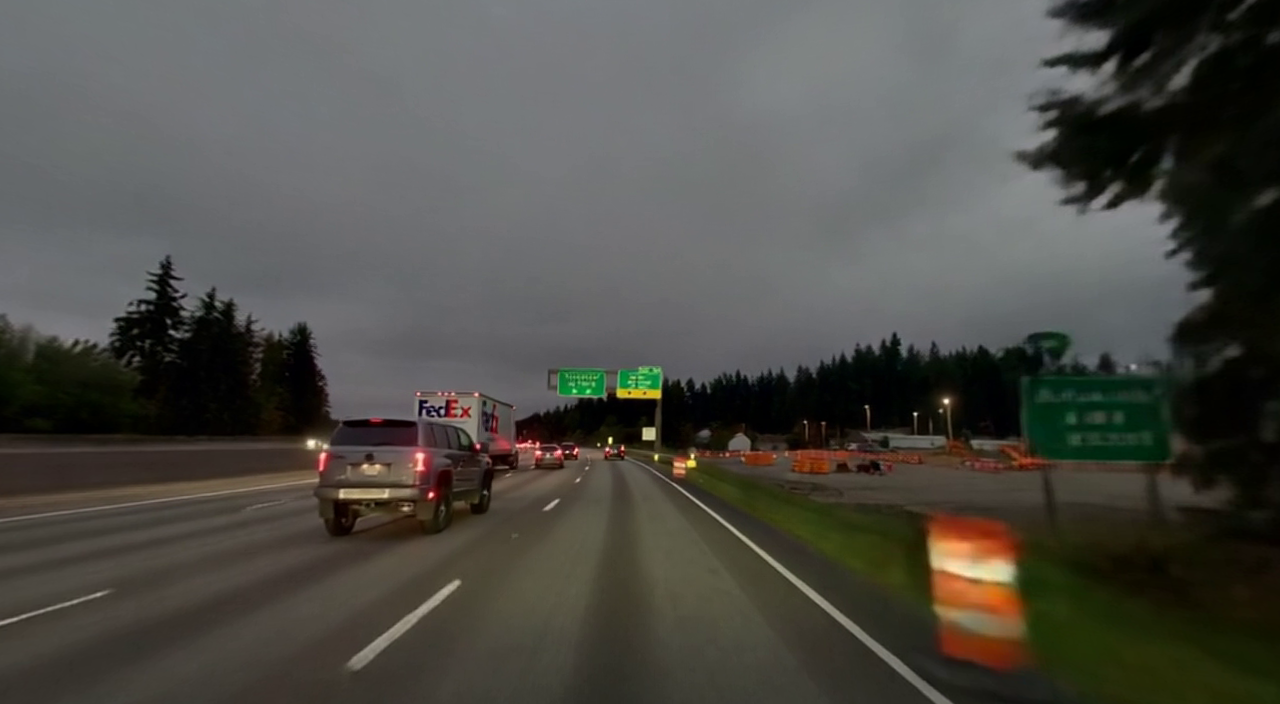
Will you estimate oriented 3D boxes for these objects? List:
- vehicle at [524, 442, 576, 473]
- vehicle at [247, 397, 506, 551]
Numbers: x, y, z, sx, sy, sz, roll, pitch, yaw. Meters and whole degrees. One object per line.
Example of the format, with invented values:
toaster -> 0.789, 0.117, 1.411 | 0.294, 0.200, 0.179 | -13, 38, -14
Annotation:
vehicle -> -4.548, 5.410, 32.665 | 2.192, 1.478, 4.591 | 0, -9, -3
vehicle -> -3.750, 1.846, 10.178 | 2.170, 1.886, 4.628 | 0, -9, 0
